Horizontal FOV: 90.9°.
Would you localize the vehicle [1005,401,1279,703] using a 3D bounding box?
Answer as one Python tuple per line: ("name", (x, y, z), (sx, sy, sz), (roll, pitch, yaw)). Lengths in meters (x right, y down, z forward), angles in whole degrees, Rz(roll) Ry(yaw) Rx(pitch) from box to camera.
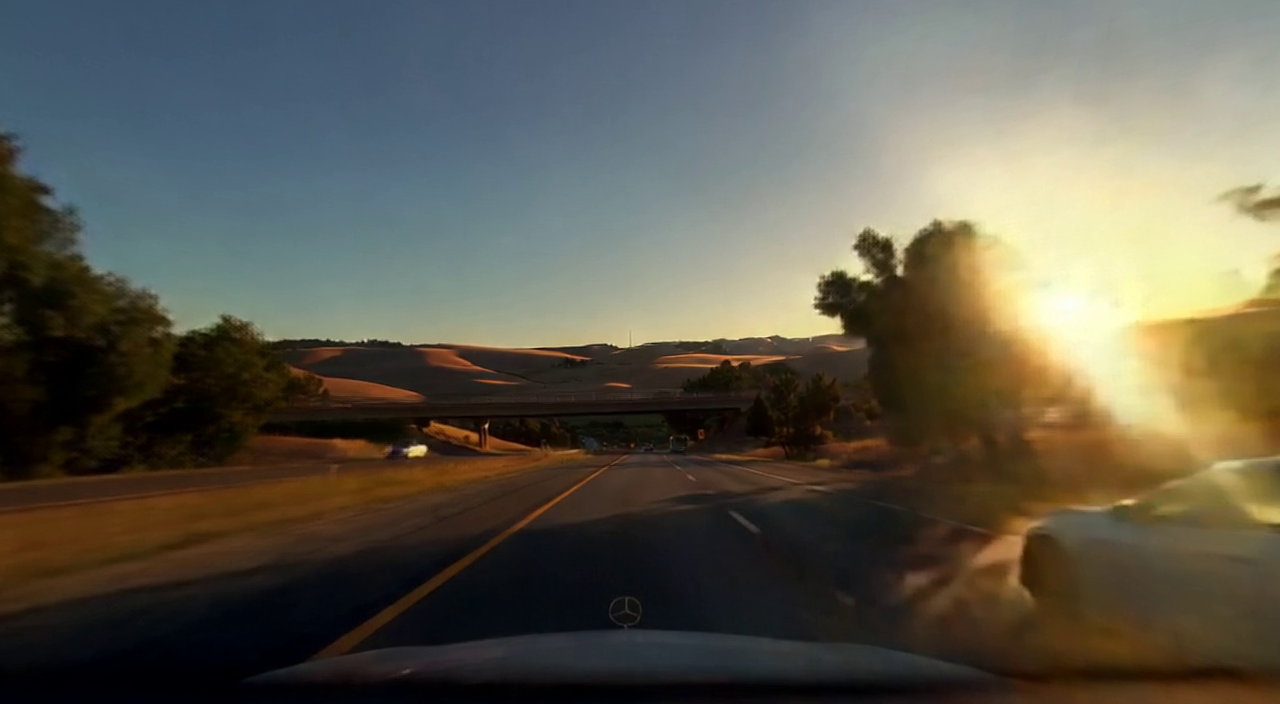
("vehicle", (3.936, 0.929, 2.566), (2.027, 1.487, 4.718), (0, -8, -1))
